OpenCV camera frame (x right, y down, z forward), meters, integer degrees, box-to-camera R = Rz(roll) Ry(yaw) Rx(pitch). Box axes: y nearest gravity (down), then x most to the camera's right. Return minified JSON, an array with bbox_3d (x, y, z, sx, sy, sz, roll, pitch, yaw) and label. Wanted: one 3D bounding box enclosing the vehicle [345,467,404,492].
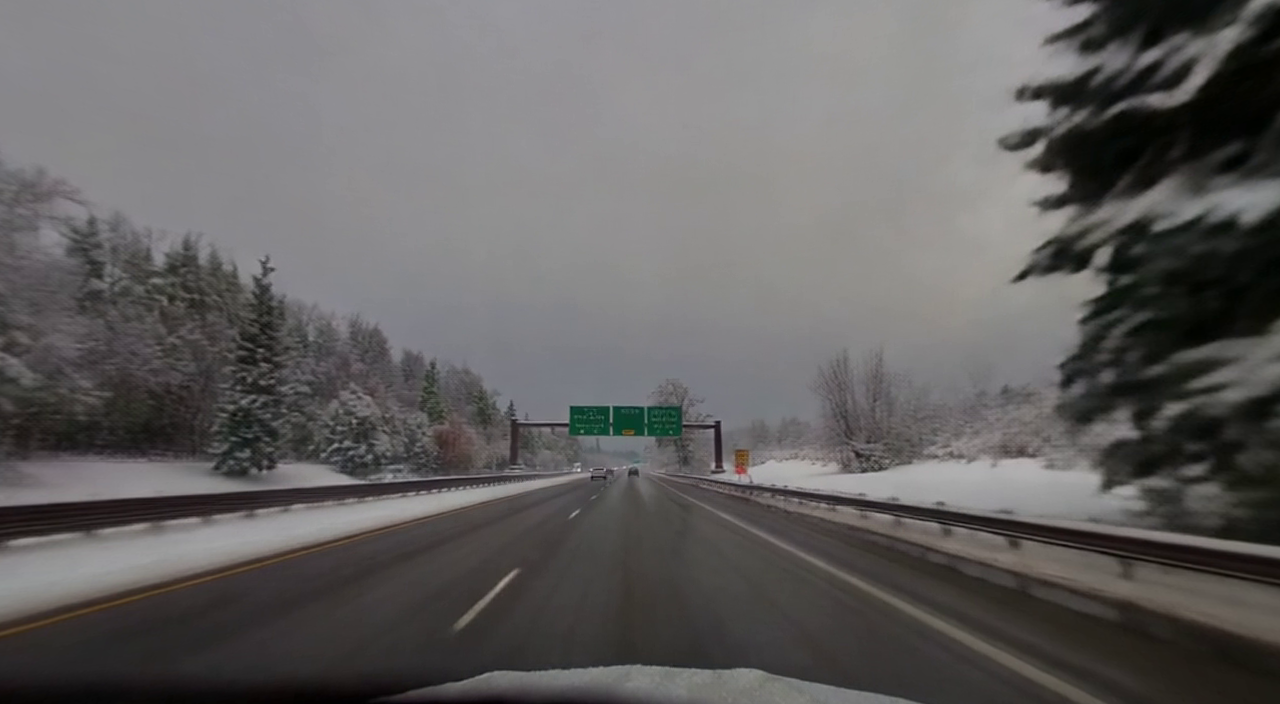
[{"bbox_3d":[-16.815,8.115,40.153,1.897,1.465,4.352,1,-11,-1],"label":"vehicle"}]
